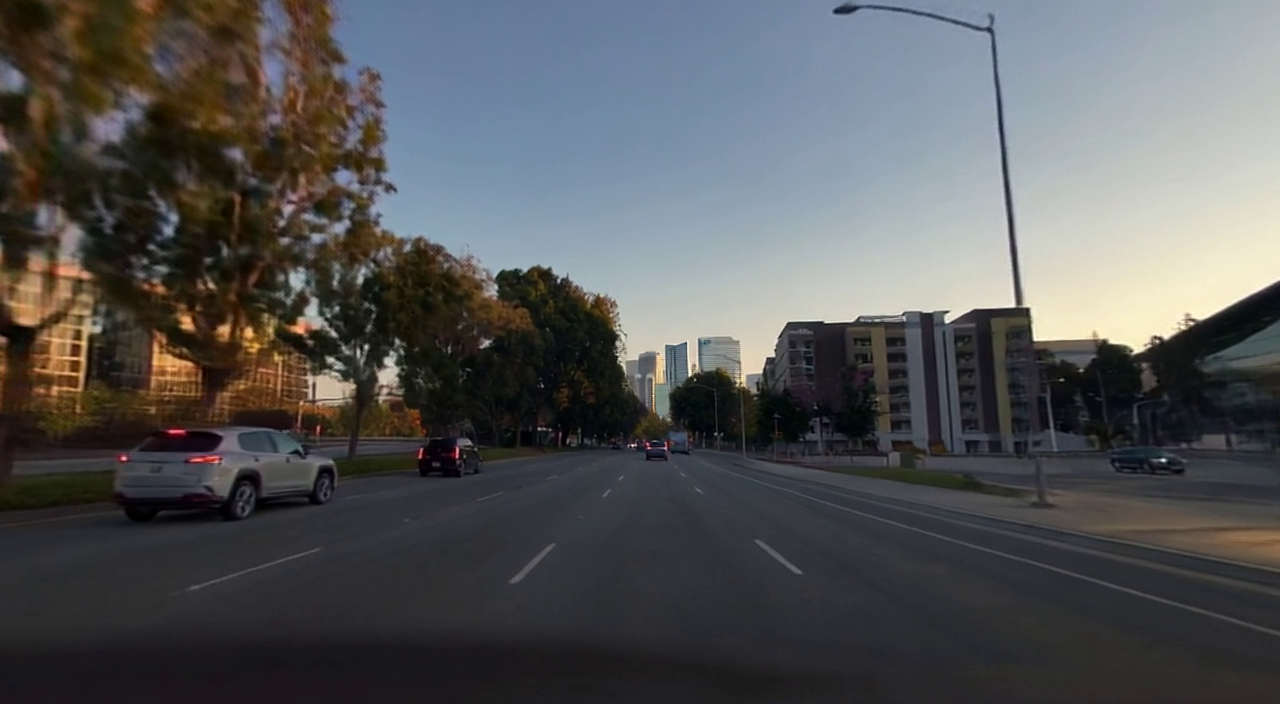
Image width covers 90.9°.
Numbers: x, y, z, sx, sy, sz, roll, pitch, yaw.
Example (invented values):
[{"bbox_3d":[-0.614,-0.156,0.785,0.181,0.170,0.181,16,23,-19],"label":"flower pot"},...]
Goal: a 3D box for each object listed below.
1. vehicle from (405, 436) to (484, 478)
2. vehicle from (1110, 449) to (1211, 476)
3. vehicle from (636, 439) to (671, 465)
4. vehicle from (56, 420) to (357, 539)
[{"bbox_3d":[-9.019,4.887,29.574,2.097,1.782,4.682,0,-9,2],"label":"vehicle"},{"bbox_3d":[31.876,6.768,38.843,1.966,1.494,4.685,1,-9,-6],"label":"vehicle"},{"bbox_3d":[1.028,7.206,45.543,2.345,1.803,4.261,0,-9,3],"label":"vehicle"},{"bbox_3d":[-7.460,2.228,11.651,2.181,1.728,4.515,0,-9,3],"label":"vehicle"}]
